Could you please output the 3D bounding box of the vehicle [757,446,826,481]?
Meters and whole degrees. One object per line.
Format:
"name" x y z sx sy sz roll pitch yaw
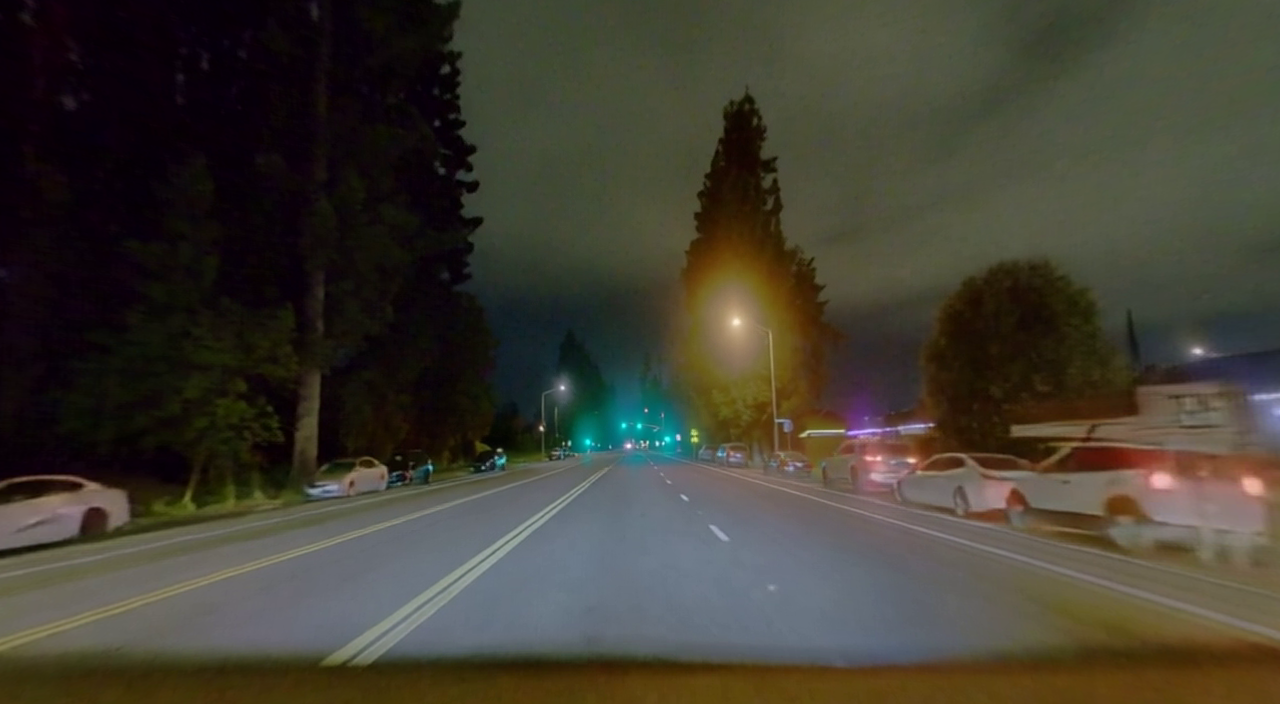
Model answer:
"vehicle" 7.114 5.263 30.166 1.982 1.479 4.687 0 -9 -2

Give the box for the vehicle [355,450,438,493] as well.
"vehicle" -10.711 5.288 28.179 1.974 1.682 4.339 -2 -9 0

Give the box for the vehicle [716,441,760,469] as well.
"vehicle" 6.776 7.177 44.188 2.087 1.762 5.493 0 -9 -1

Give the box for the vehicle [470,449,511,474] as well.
"vehicle" -11.132 8.199 47.364 2.048 1.692 4.635 -2 -9 0

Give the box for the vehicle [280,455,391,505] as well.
"vehicle" -10.828 4.550 22.833 1.840 1.526 4.214 -1 -9 1

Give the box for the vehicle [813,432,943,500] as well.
"vehicle" 7.210 3.498 19.883 2.064 1.802 5.293 -1 -9 1

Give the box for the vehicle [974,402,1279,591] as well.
"vehicle" 7.167 1.833 8.965 2.103 1.912 4.892 0 -9 -1

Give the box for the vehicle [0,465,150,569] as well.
"vehicle" -10.805 2.664 10.184 2.007 1.528 4.710 -2 -9 0

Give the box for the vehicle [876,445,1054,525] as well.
"vehicle" 6.793 2.777 13.871 1.882 1.433 4.622 -2 -9 6
